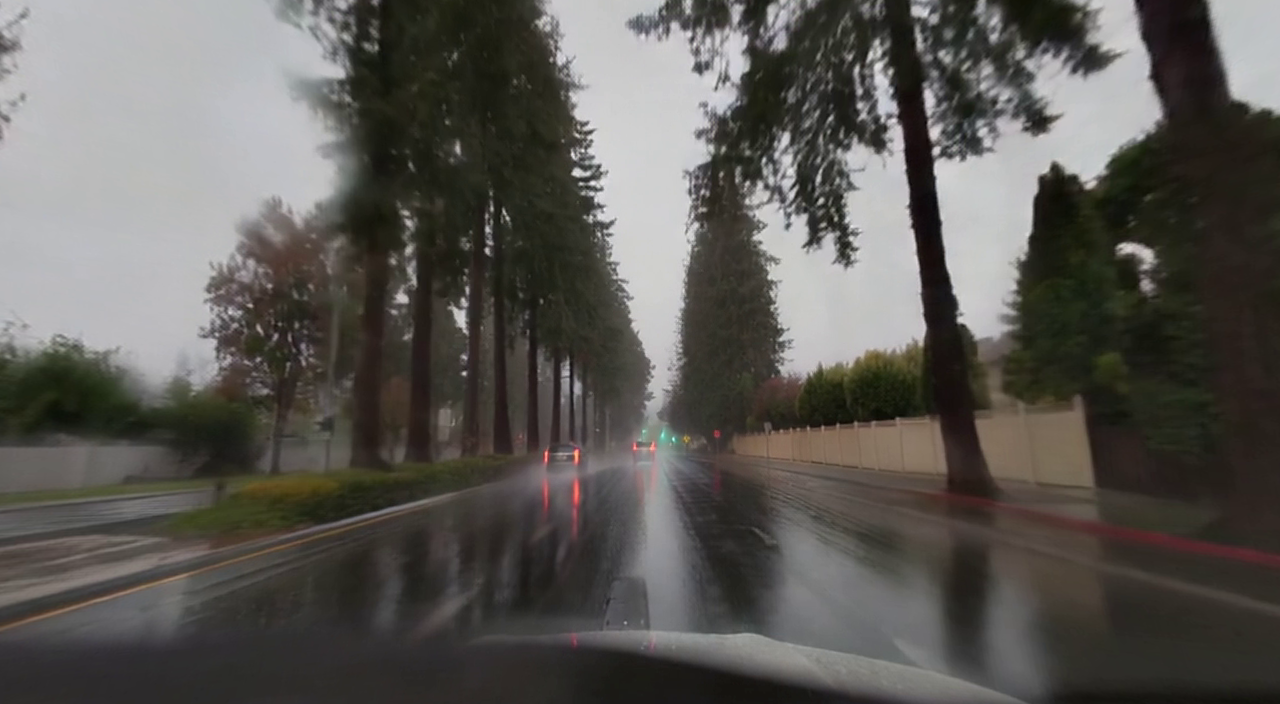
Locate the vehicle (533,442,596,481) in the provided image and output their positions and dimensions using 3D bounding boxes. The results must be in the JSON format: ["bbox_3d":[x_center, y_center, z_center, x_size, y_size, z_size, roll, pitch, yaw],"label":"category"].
[{"bbox_3d":[-3.011,4.497,26.109,2.021,1.466,4.330,0,-9,1],"label":"vehicle"}]
